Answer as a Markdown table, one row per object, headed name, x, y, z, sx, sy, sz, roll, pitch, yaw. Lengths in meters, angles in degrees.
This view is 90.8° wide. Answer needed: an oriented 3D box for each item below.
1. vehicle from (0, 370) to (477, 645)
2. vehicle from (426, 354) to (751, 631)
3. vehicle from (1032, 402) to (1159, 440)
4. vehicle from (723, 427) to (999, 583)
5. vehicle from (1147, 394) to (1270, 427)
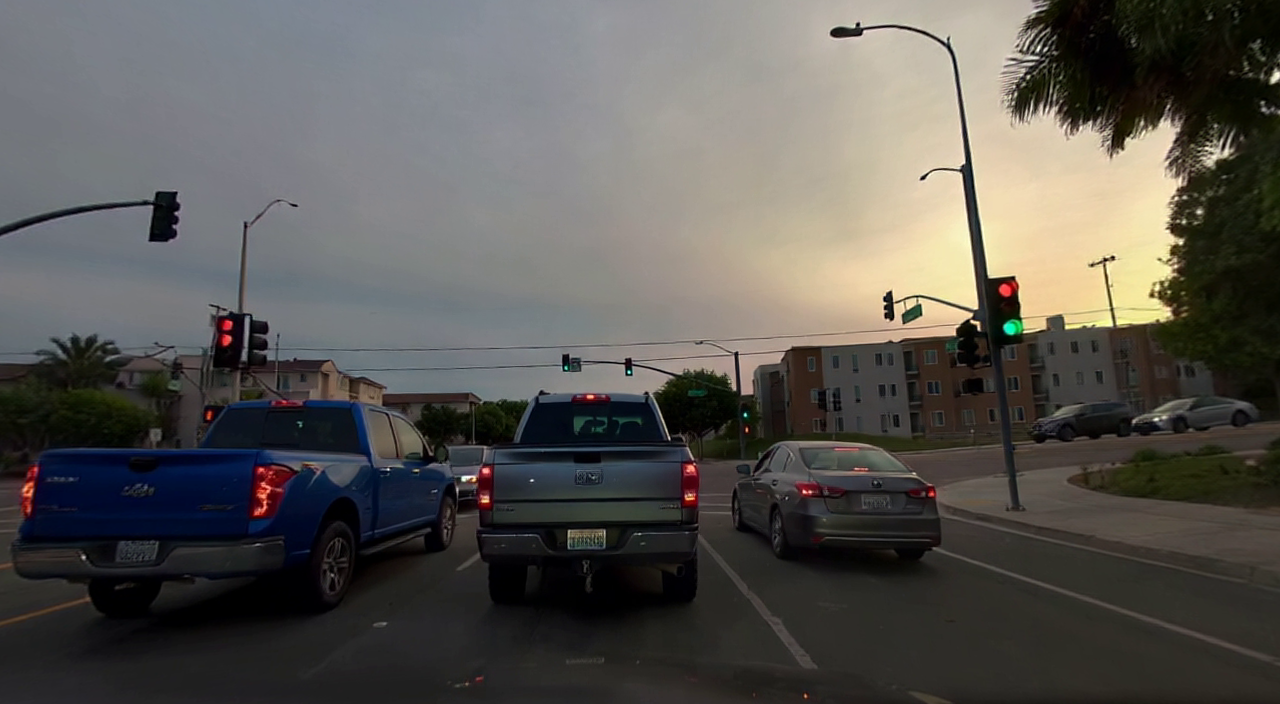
| name | x | y | z | sx | sy | sz | roll | pitch | yaw |
| --- | --- | --- | --- | --- | --- | --- | --- | --- | --- |
| vehicle | -3.464 | 1.417 | 6.881 | 2.146 | 1.828 | 5.148 | 0 | -9 | -2 |
| vehicle | -0.398 | 1.313 | 6.770 | 2.282 | 1.964 | 4.421 | 0 | -9 | -1 |
| vehicle | 23.290 | 3.590 | 32.481 | 4.721 | 1.866 | 2.188 | 0 | -9 | 2 |
| vehicle | 2.421 | 1.803 | 8.323 | 2.016 | 1.481 | 4.336 | 0 | -9 | -1 |
| vehicle | 29.320 | 3.043 | 32.661 | 4.540 | 1.543 | 1.803 | 0 | -9 | 0 |
